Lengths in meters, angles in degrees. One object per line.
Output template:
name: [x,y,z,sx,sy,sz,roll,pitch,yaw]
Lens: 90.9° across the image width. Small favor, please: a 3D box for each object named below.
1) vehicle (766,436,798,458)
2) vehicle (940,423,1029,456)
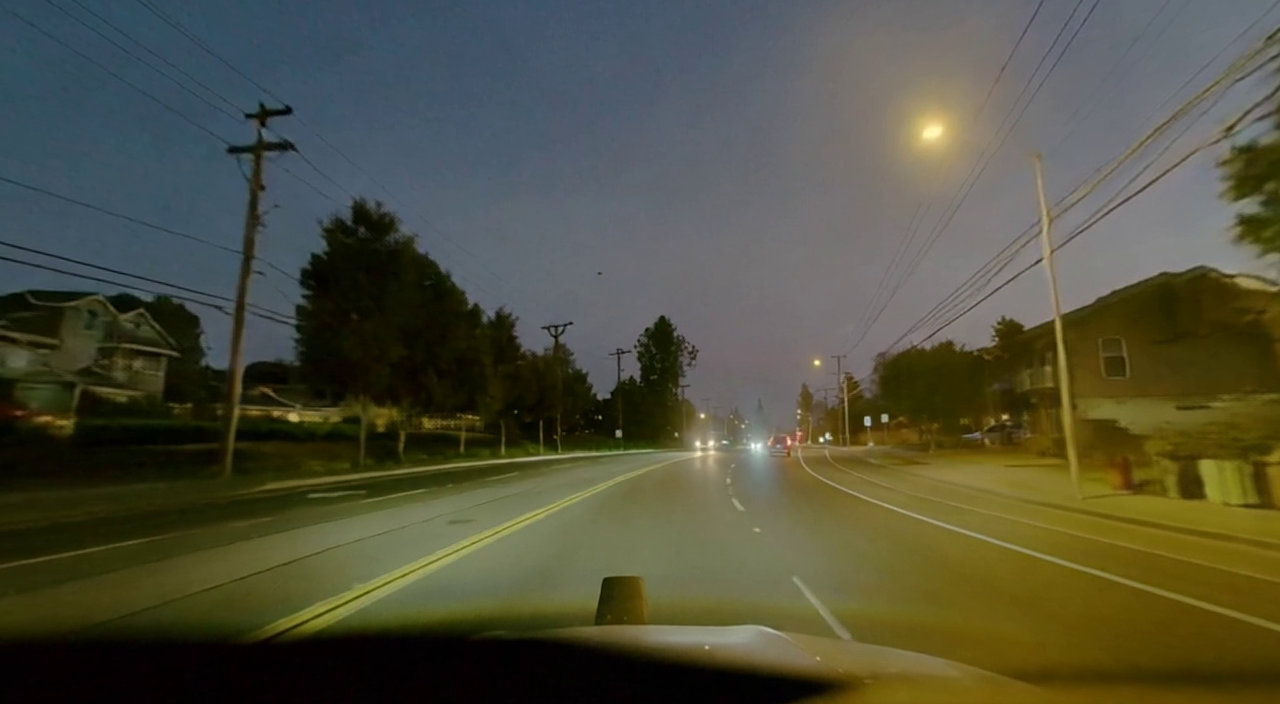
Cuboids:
vehicle: [9.842,6.619,43.900,1.982,1.451,4.152,-2,-9,10]
vehicle: [22.822,5.823,41.782,4.687,1.805,2.130,-11,-13,37]
